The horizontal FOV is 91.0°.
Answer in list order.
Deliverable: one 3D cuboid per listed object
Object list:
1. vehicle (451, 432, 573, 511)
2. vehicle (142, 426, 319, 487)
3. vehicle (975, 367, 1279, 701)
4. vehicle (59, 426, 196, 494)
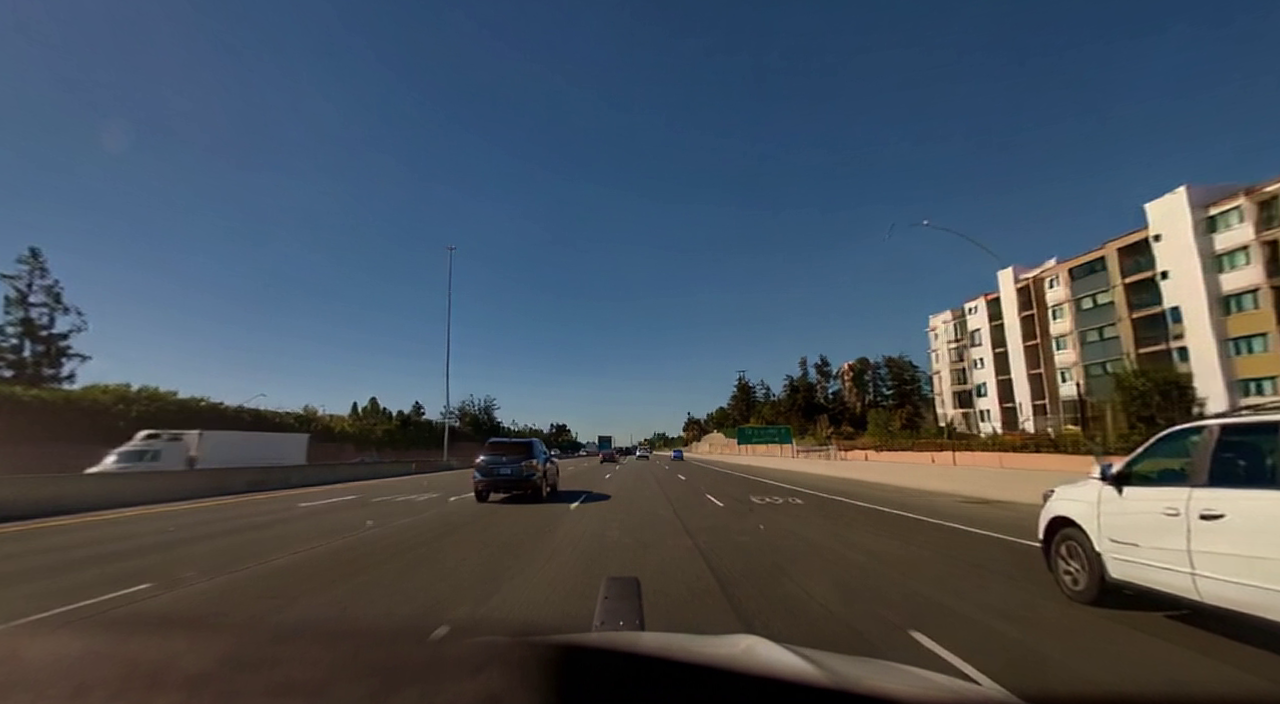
[{"bbox_3d":[-3.107,3.025,16.443,2.075,1.721,4.763,0,-9,1],"label":"vehicle"},{"bbox_3d":[-31.104,8.107,49.649,2.891,3.951,16.525,0,-9,0],"label":"vehicle"},{"bbox_3d":[4.433,1.033,3.844,2.170,1.733,4.631,0,-9,0],"label":"vehicle"},{"bbox_3d":[-31.076,6.554,38.592,3.060,3.727,5.991,0,-9,1],"label":"vehicle"}]
